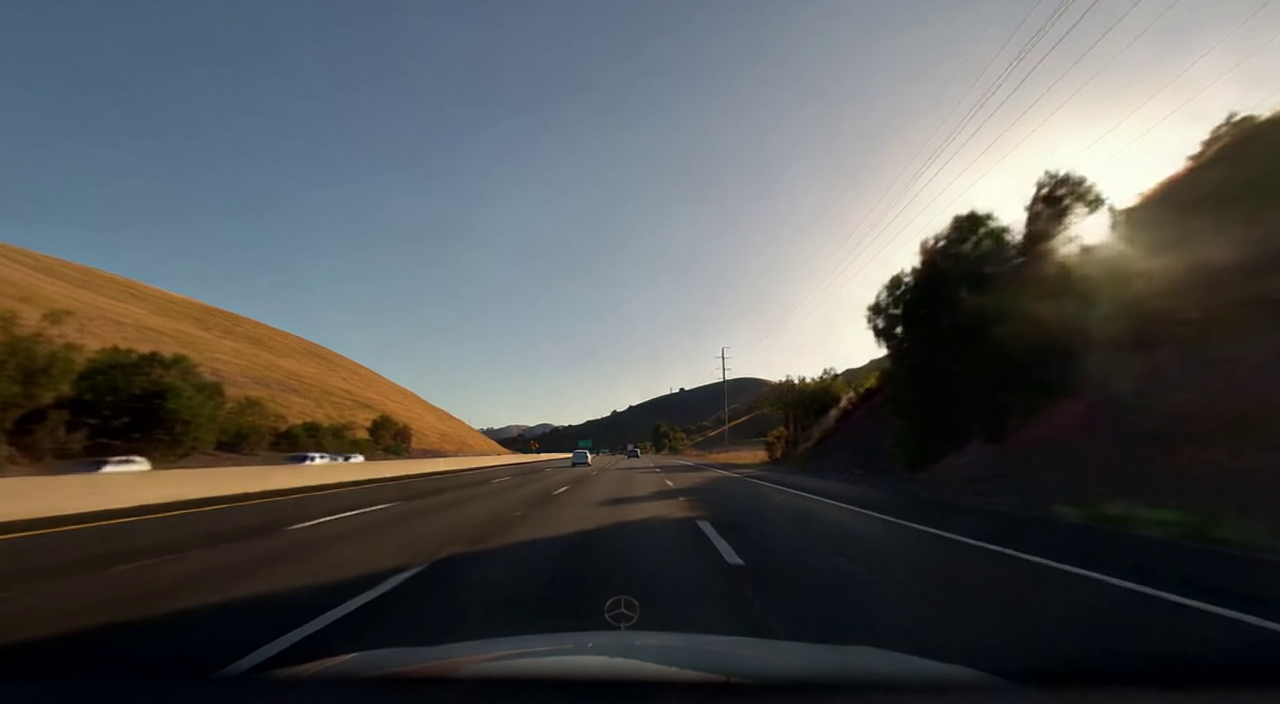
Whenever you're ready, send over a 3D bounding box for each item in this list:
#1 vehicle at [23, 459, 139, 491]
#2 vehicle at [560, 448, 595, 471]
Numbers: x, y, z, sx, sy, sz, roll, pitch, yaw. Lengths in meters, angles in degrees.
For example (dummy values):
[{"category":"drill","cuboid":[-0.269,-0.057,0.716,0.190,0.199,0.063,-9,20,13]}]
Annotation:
[{"category":"vehicle","cuboid":[-29.619,6.518,33.738,1.852,1.474,4.749,0,-9,0]},{"category":"vehicle","cuboid":[-4.207,7.286,43.020,1.924,1.511,4.079,0,-9,0]}]
